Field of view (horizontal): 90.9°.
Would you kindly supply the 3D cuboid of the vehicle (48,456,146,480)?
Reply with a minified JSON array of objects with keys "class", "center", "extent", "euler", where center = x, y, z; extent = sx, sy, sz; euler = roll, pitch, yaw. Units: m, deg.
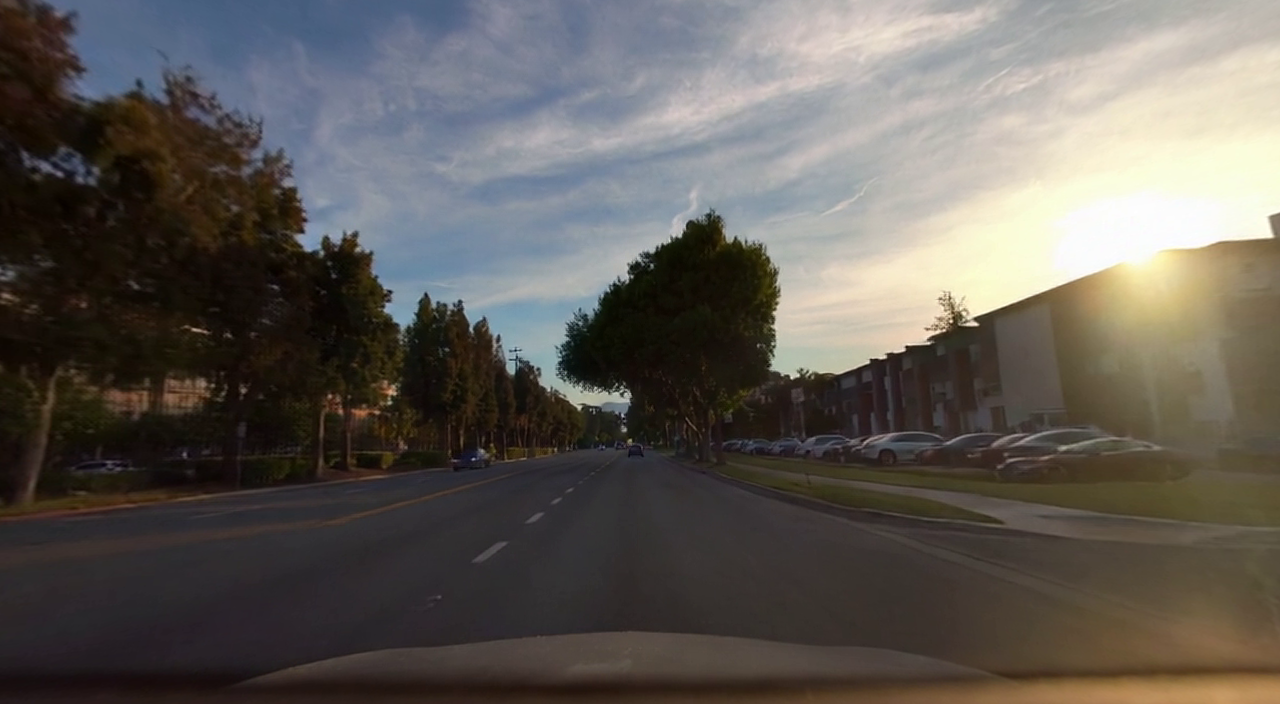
[{"class":"vehicle","center":[-39.674,8.450,46.153],"extent":[5.232,1.633,1.950],"euler":[0,-8,-3]}]

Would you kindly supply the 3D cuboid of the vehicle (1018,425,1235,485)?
[{"class":"vehicle","center":[14.221,3.019,18.641],"extent":[4.854,1.649,1.886],"euler":[0,-8,-2]}]

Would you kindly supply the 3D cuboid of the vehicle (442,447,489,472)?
[{"class":"vehicle","center":[-12.133,7.483,44.131],"extent":[2.096,1.509,4.666],"euler":[-1,-8,-1]}]
